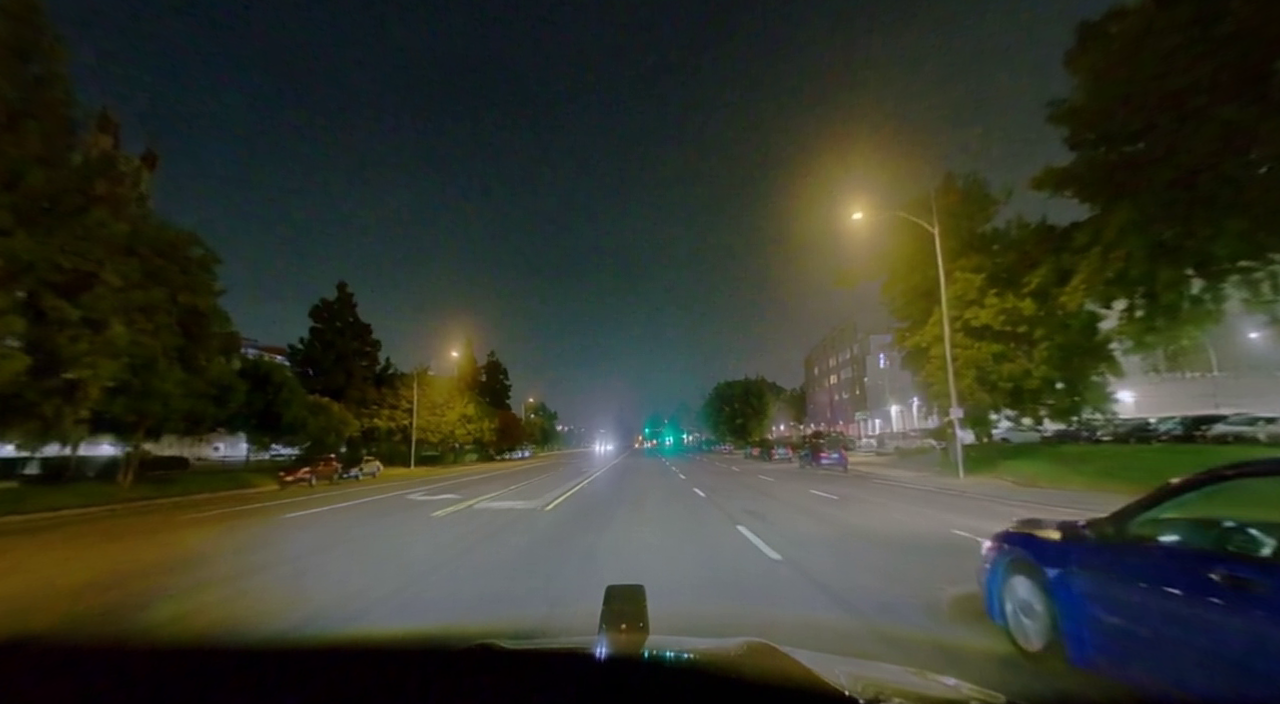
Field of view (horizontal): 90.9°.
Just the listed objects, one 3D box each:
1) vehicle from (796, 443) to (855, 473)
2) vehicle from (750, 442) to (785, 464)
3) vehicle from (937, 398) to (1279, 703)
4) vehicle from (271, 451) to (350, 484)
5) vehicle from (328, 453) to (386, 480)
[{"bbox_3d":[9.976,5.709,34.218,1.889,1.472,4.304,0,-8,0],"label":"vehicle"},{"bbox_3d":[9.912,7.835,49.161,1.889,1.629,4.072,0,-8,0],"label":"vehicle"},{"bbox_3d":[3.153,0.884,2.102,2.141,1.443,4.499,0,-8,0],"label":"vehicle"},{"bbox_3d":[-18.523,6.465,35.715,1.993,1.686,4.698,0,-8,-1],"label":"vehicle"},{"bbox_3d":[-18.386,7.442,41.170,1.828,1.457,4.292,-3,-7,0],"label":"vehicle"}]
